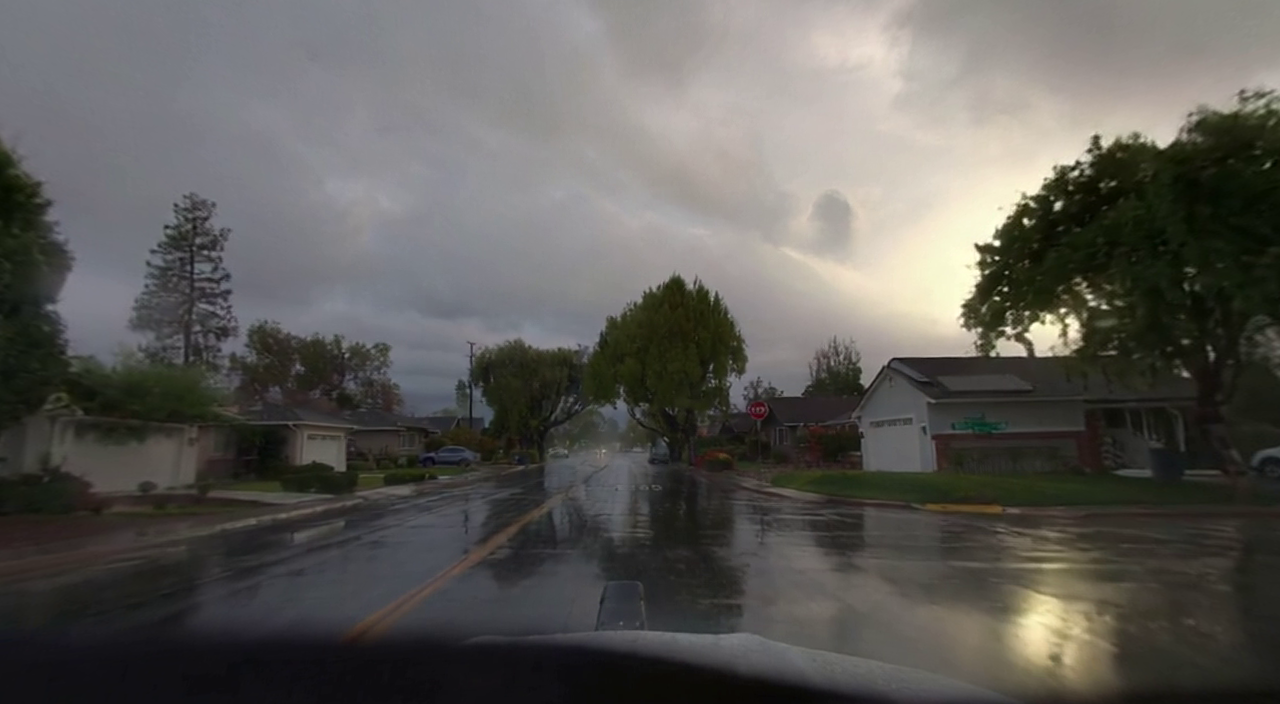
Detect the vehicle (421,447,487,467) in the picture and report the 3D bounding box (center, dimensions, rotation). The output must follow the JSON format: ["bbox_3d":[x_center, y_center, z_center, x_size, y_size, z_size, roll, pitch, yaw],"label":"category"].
[{"bbox_3d":[-14.508,8.186,49.446,4.572,1.522,1.999,1,-9,-6],"label":"vehicle"}]

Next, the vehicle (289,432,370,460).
[{"bbox_3d":[-19.339,5.887,39.515,4.093,1.661,1.765,0,-10,-6],"label":"vehicle"}]
